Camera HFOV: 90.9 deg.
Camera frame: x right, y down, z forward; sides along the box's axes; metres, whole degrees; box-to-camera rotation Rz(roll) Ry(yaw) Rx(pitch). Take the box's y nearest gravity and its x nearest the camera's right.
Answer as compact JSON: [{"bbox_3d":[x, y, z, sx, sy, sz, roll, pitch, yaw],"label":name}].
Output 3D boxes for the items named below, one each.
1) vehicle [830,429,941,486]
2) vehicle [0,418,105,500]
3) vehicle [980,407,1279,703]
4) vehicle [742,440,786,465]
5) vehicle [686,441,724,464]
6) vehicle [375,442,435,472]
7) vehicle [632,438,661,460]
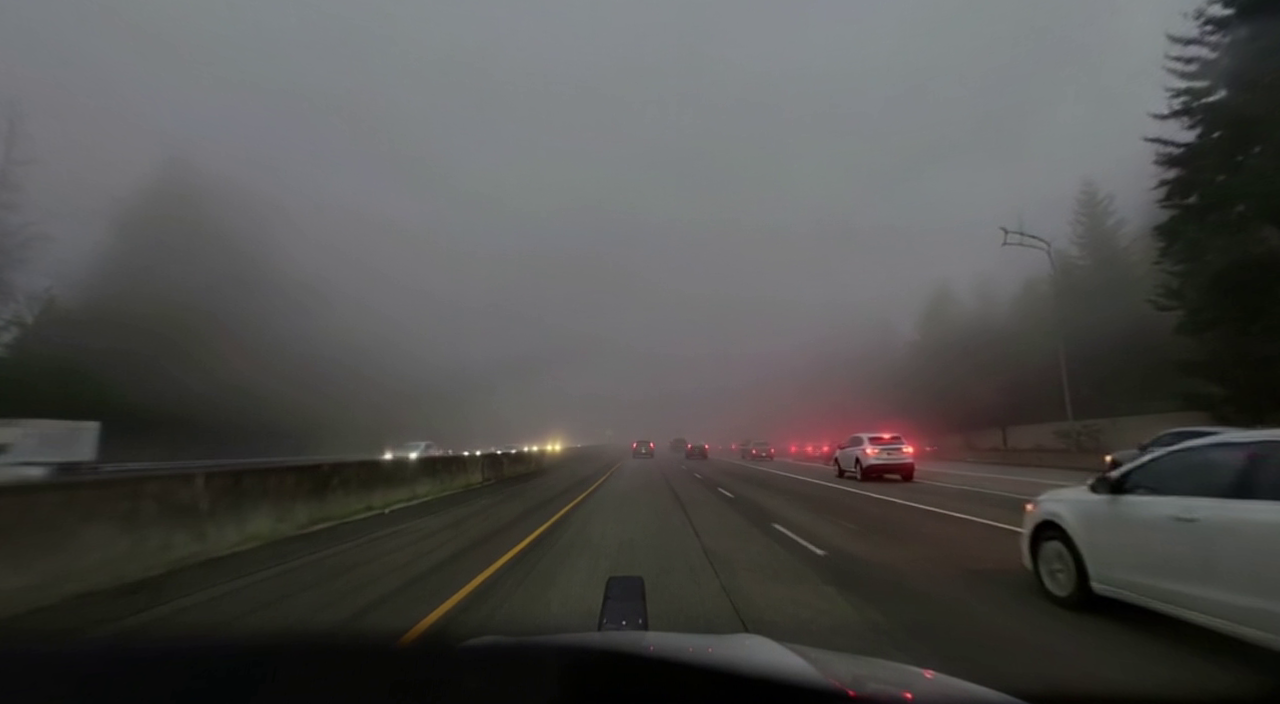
[{"bbox_3d":[8.145,3.540,21.394,1.986,1.703,4.226,0,-8,-1],"label":"vehicle"},{"bbox_3d":[-21.362,3.484,20.630,2.442,2.577,5.925,0,-8,0],"label":"vehicle"},{"bbox_3d":[4.171,1.019,3.083,2.223,1.483,5.075,0,-8,0],"label":"vehicle"},{"bbox_3d":[8.033,6.532,41.154,1.919,1.476,4.303,0,-8,-1],"label":"vehicle"},{"bbox_3d":[4.433,6.905,43.500,2.118,1.438,4.312,0,-8,-1],"label":"vehicle"},{"bbox_3d":[-13.586,6.072,36.757,1.847,1.610,4.188,0,-8,0],"label":"vehicle"},{"bbox_3d":[0.492,7.438,48.368,2.124,1.639,4.122,0,-8,1],"label":"vehicle"}]
